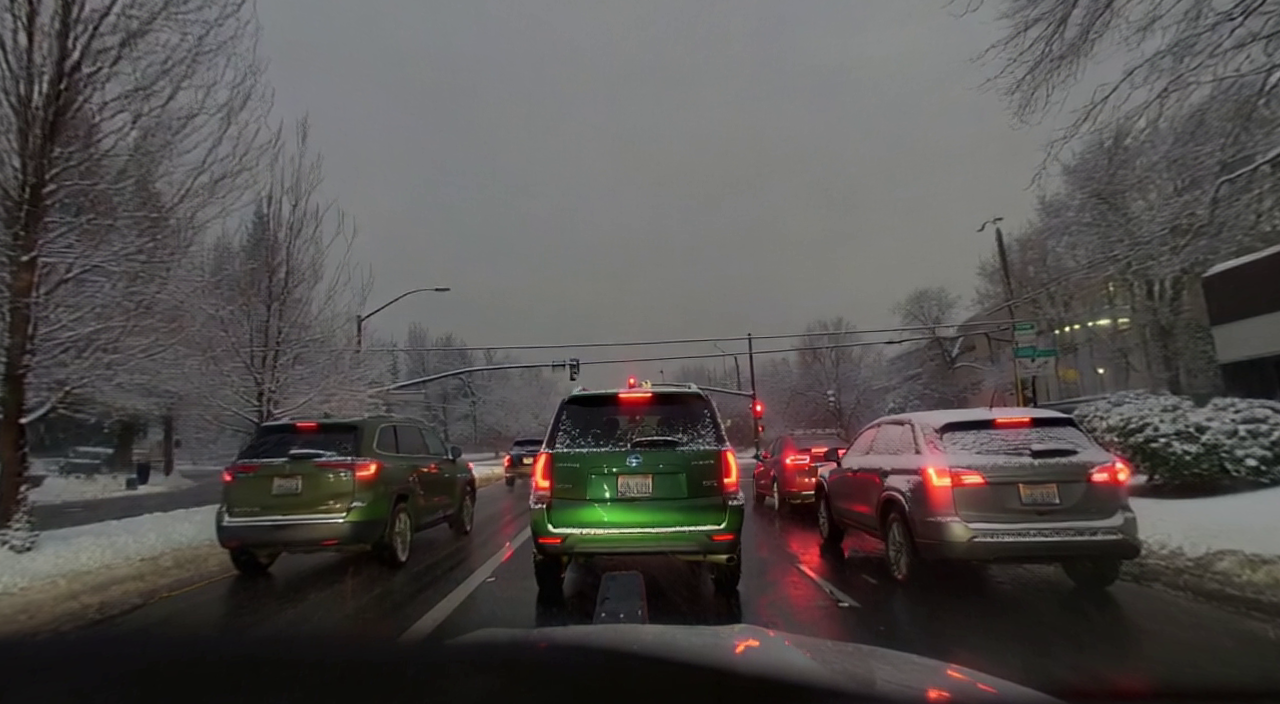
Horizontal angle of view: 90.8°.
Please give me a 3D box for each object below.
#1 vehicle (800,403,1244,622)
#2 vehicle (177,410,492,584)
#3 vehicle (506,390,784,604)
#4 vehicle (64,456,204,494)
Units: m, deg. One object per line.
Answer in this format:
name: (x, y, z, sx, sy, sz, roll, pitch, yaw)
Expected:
vehicle: (3.477, 1.549, 7.045, 2.202, 1.657, 4.298, 0, -9, -1)
vehicle: (-3.377, 1.679, 8.076, 1.961, 1.639, 4.064, 0, -9, 0)
vehicle: (0.024, 1.490, 7.248, 2.294, 1.761, 3.857, 0, -9, -1)
vehicle: (-22.332, 5.413, 28.201, 2.312, 1.443, 4.684, 0, -9, 1)
